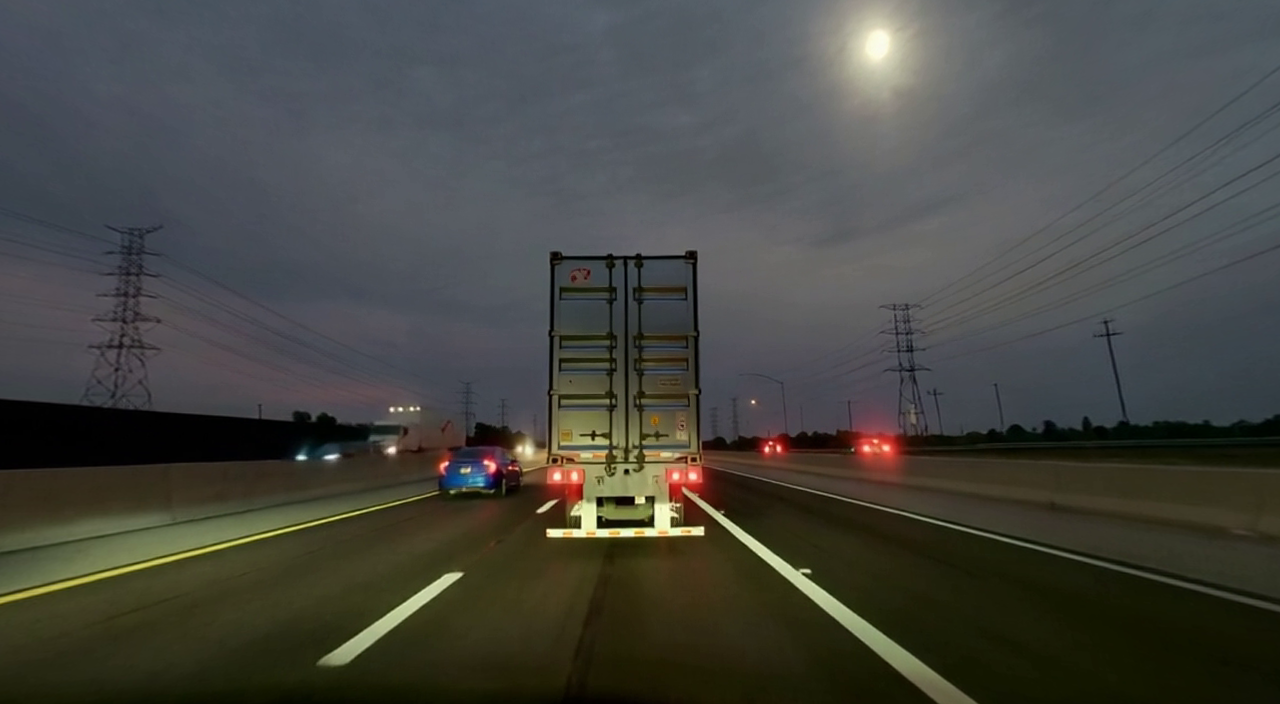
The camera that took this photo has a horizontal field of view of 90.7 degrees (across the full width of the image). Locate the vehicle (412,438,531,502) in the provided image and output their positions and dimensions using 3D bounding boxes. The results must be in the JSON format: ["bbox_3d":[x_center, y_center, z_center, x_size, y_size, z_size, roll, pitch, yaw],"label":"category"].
[{"bbox_3d":[-4.370,3.140,17.235,1.993,1.475,4.540,-1,-9,0],"label":"vehicle"}]

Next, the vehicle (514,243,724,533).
[{"bbox_3d":[-0.324,1.336,14.849,2.841,4.071,12.046,0,-9,0],"label":"vehicle"}]

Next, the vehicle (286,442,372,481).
[{"bbox_3d":[-12.708,4.478,26.093,1.735,1.440,3.601,0,-9,0],"label":"vehicle"}]

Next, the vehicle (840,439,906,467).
[{"bbox_3d":[13.436,5.854,36.799,2.020,1.546,4.336,0,-9,-2],"label":"vehicle"}]
